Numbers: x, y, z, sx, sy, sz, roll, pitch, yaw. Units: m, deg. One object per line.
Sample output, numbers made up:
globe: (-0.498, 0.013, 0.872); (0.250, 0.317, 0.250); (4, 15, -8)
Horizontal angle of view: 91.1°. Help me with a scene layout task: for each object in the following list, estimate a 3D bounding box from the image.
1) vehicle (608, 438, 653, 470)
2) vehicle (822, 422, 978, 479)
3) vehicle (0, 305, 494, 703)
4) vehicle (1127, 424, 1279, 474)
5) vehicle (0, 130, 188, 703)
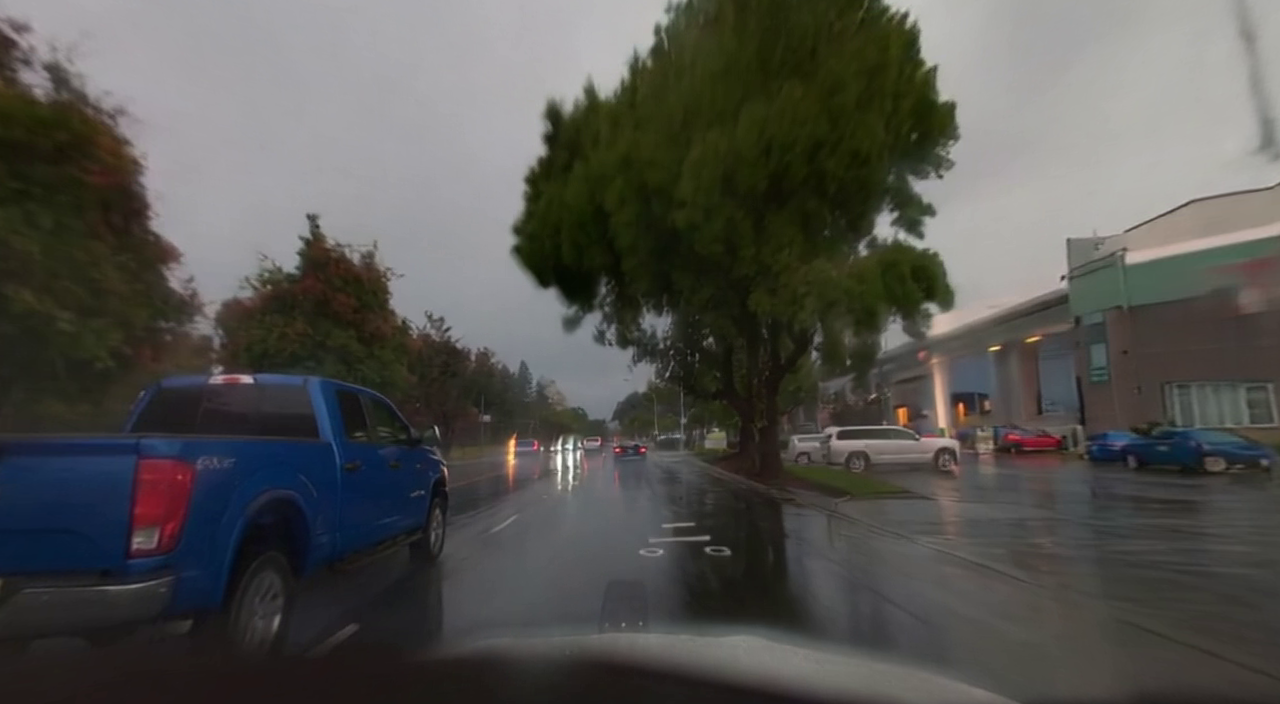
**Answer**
vehicle: (-0.502, 5.353, 33.160); (2.191, 1.530, 4.470); (0, -8, -1)
vehicle: (8.931, 3.354, 21.542); (5.109, 1.735, 1.997); (4, -9, -26)
vehicle: (-3.694, 1.273, 6.598); (2.552, 2.079, 6.810); (0, -8, 1)
vehicle: (19.962, 3.316, 21.478); (4.836, 1.567, 2.051); (-5, -10, 30)
vehicle: (-3.696, 0.217, 0.505); (2.733, 2.495, 5.037); (0, -8, 2)
